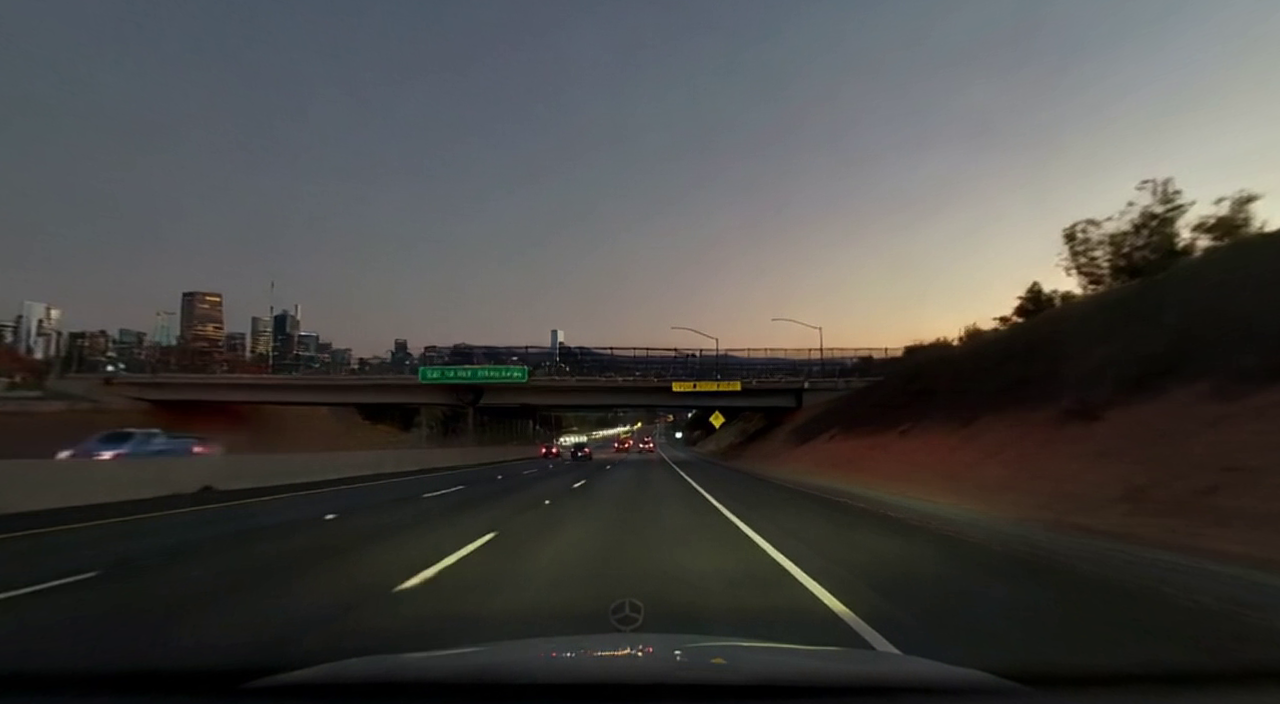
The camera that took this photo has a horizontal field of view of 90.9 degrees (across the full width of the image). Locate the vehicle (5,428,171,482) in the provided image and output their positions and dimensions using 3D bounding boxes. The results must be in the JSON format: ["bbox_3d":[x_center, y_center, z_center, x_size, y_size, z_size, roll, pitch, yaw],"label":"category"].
[{"bbox_3d":[-16.294,3.063,18.882,1.716,1.450,3.496,0,-8,2],"label":"vehicle"}]

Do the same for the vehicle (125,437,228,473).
[{"bbox_3d":[-20.680,4.602,28.336,1.727,1.517,3.665,0,-8,2],"label":"vehicle"}]
